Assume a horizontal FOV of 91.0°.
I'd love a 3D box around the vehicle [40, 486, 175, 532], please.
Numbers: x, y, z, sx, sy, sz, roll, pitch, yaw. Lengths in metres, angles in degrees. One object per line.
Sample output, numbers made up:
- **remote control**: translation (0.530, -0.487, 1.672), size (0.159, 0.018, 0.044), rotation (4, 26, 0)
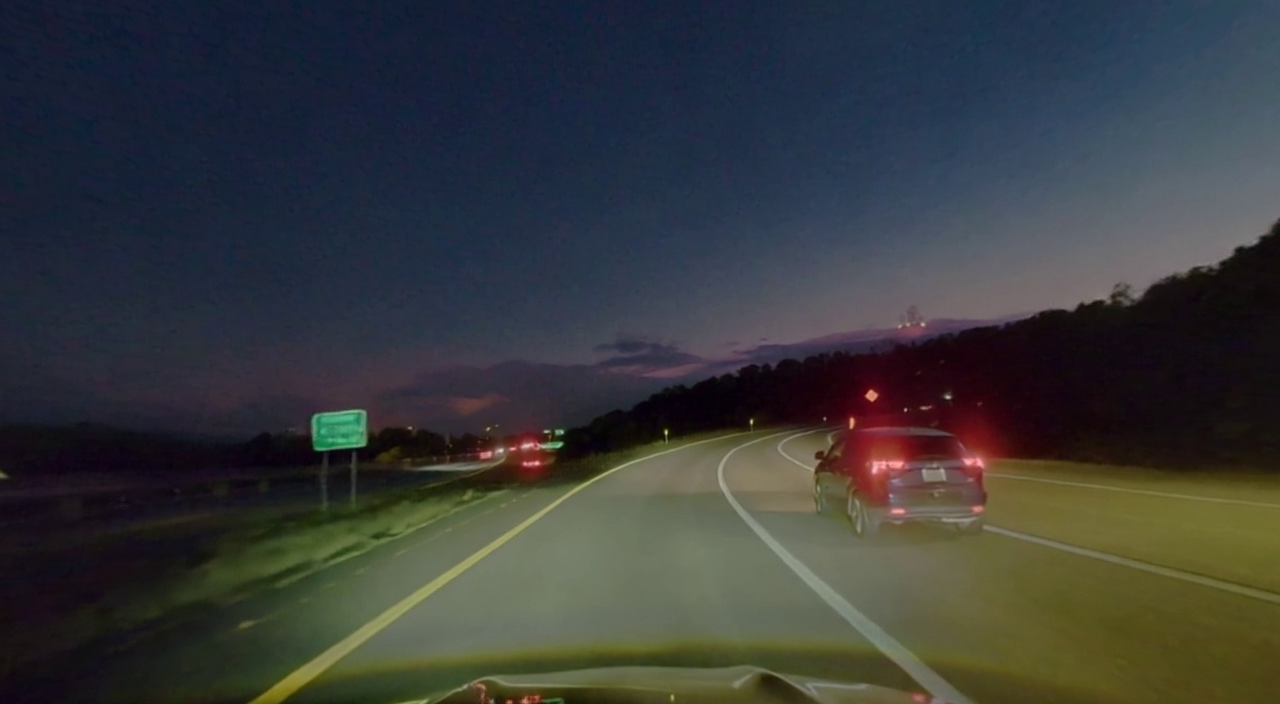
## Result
- **vehicle**: translation (-22.809, 6.703, 27.281), size (2.045, 1.513, 4.795), rotation (0, -9, -6)
